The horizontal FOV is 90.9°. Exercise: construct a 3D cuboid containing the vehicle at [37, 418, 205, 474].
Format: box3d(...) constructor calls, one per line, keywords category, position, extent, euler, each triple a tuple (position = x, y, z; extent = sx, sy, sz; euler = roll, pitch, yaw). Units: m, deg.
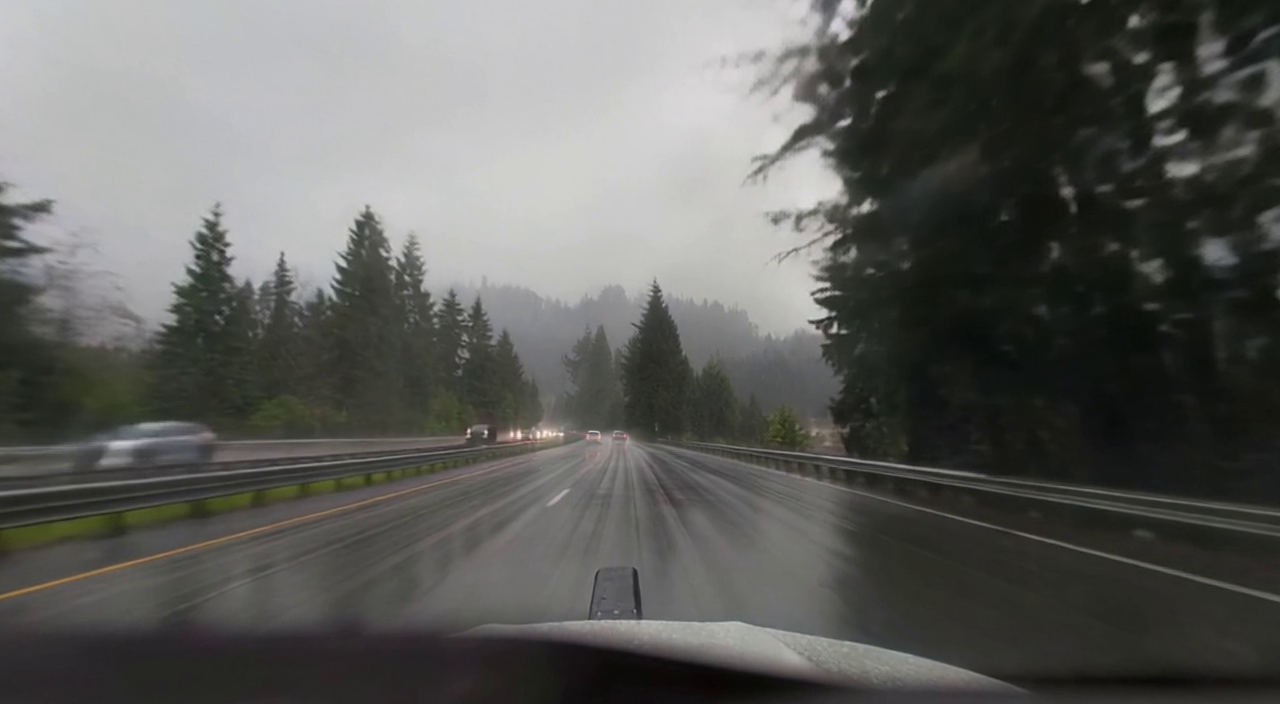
box3d(category="vehicle", position=(-17.168, 3.129, 21.193), extent=(1.880, 1.643, 4.441), euler=(0, -8, -1))
